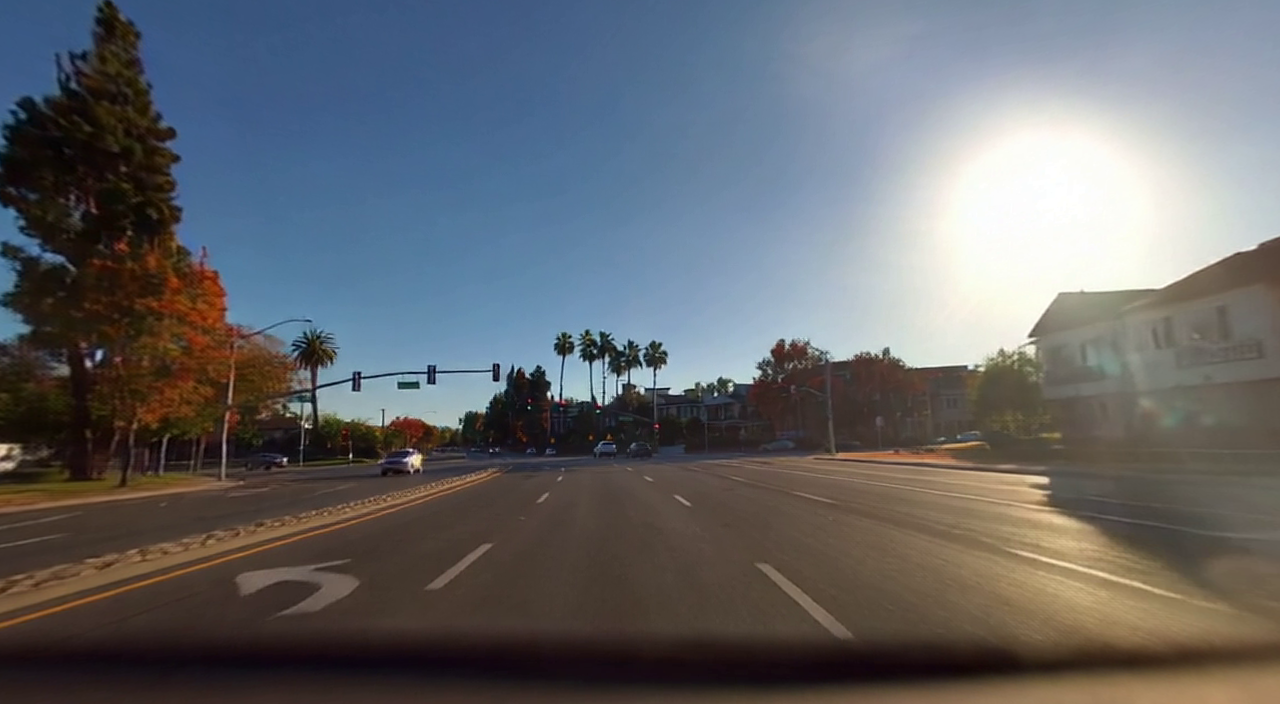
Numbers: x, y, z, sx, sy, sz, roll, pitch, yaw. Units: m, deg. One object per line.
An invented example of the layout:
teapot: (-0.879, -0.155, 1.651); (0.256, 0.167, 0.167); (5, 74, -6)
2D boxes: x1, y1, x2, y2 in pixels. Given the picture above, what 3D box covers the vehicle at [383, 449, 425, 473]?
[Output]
vehicle: (-17.360, 8.015, 46.504); (2.017, 1.611, 4.403); (1, -9, -9)
